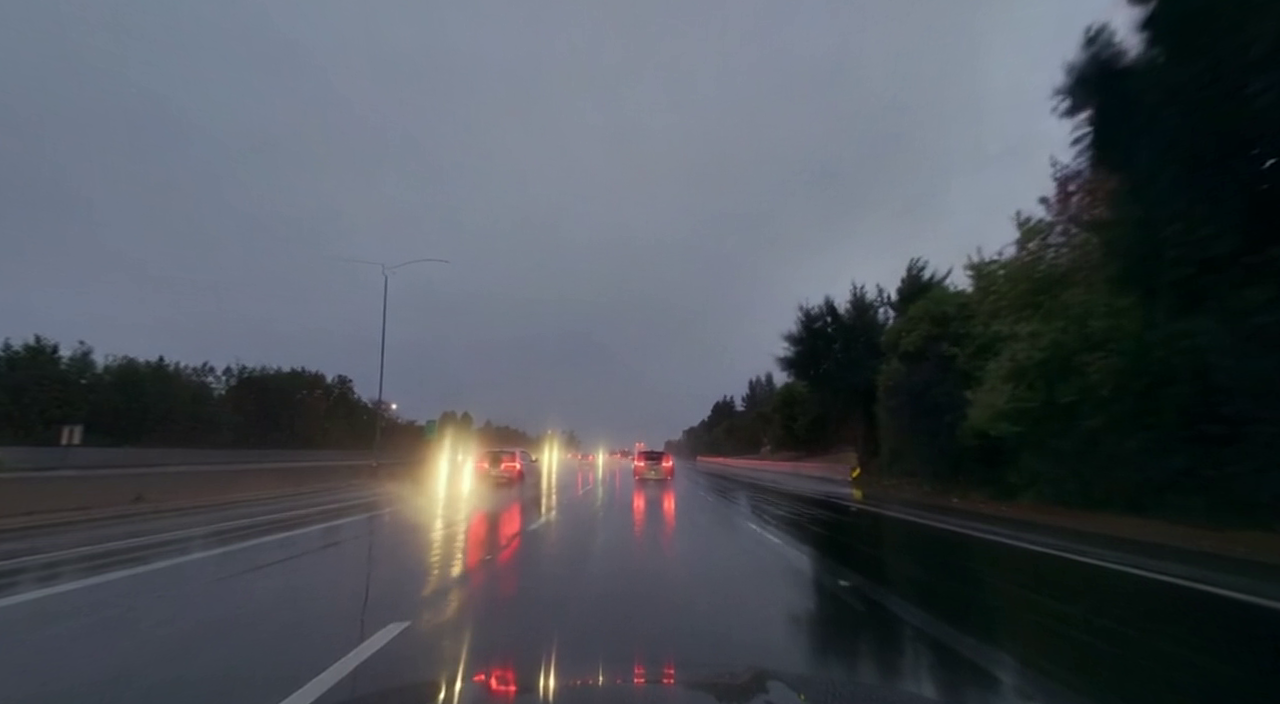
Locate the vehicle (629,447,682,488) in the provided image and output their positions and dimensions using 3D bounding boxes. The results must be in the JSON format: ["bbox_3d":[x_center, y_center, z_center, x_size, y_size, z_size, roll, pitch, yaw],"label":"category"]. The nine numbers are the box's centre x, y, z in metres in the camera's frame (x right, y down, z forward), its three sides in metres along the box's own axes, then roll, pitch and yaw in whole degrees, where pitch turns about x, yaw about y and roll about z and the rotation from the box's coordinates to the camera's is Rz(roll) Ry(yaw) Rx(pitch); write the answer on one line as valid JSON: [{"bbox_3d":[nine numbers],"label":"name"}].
[{"bbox_3d":[0.580,4.678,25.733,2.015,1.526,4.286,0,-9,0],"label":"vehicle"}]

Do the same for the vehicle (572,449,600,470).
[{"bbox_3d":[-4.066,8.122,47.594,1.837,1.530,3.844,0,-9,0],"label":"vehicle"}]

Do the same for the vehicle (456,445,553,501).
[{"bbox_3d":[-3.960,3.612,19.125,1.940,1.502,4.463,0,-9,1],"label":"vehicle"}]
